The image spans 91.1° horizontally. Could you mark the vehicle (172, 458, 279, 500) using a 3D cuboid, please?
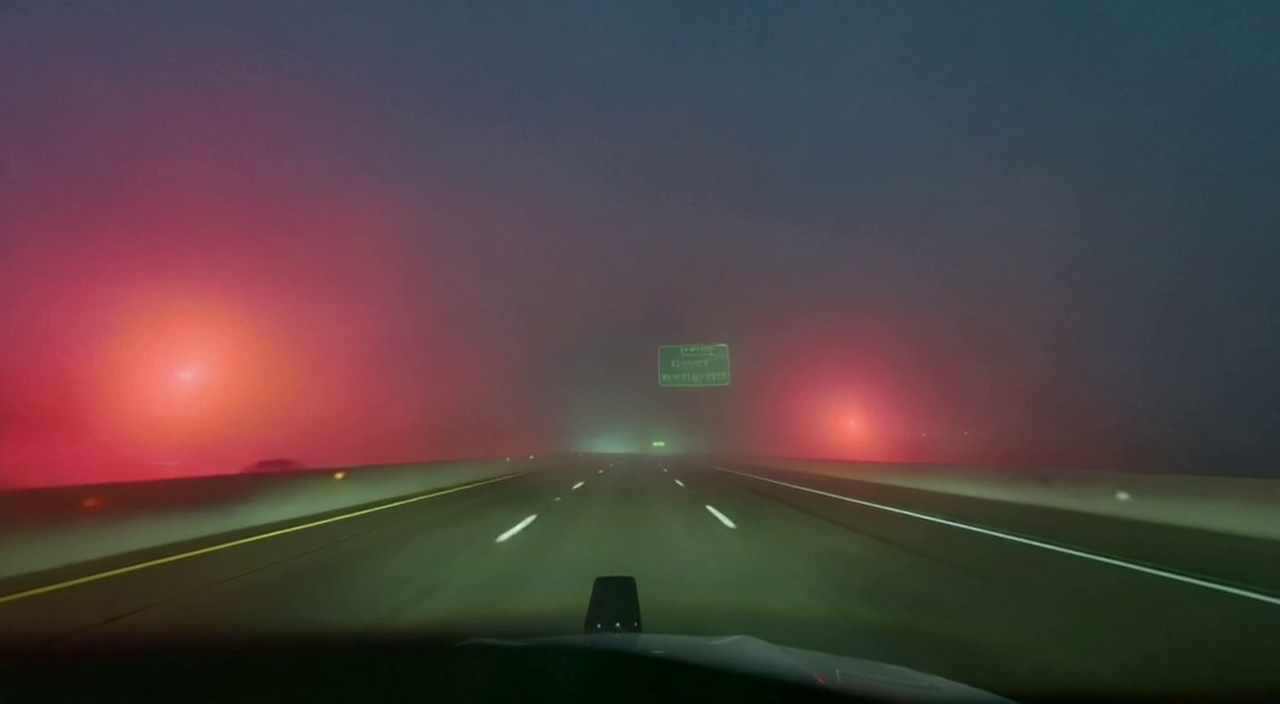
[{"bbox_3d":[-16.243,4.966,24.868,1.733,1.438,3.647,0,-9,0],"label":"vehicle"}]
